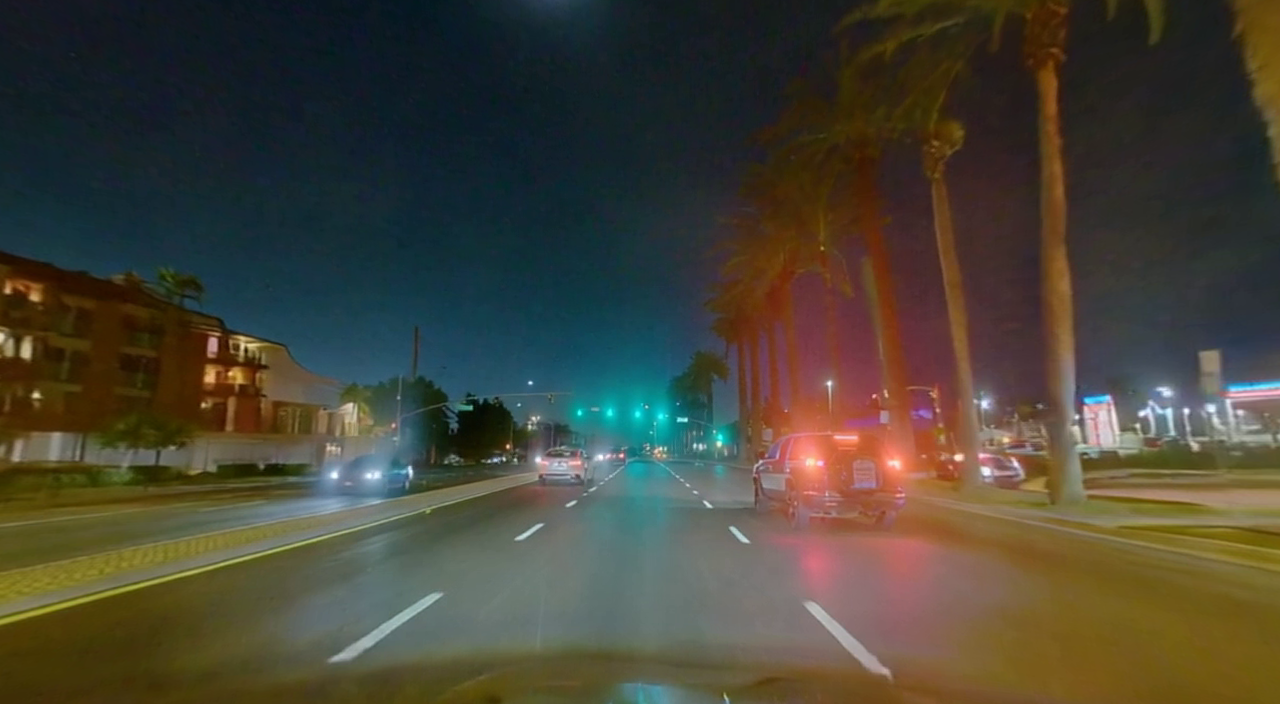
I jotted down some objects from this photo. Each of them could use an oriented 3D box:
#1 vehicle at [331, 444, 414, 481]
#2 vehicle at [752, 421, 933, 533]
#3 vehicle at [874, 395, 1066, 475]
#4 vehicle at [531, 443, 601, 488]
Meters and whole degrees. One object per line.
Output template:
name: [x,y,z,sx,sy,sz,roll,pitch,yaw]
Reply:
vehicle: [-14.398,5.966,34.390,2.227,1.768,5.034,-2,-9,1]
vehicle: [3.527,2.270,11.995,1.982,1.711,4.276,0,-9,0]
vehicle: [14.891,3.810,28.911,7.195,3.468,2.597,0,-9,-2]
vehicle: [-2.636,4.153,23.451,2.034,1.498,3.995,0,-9,1]
